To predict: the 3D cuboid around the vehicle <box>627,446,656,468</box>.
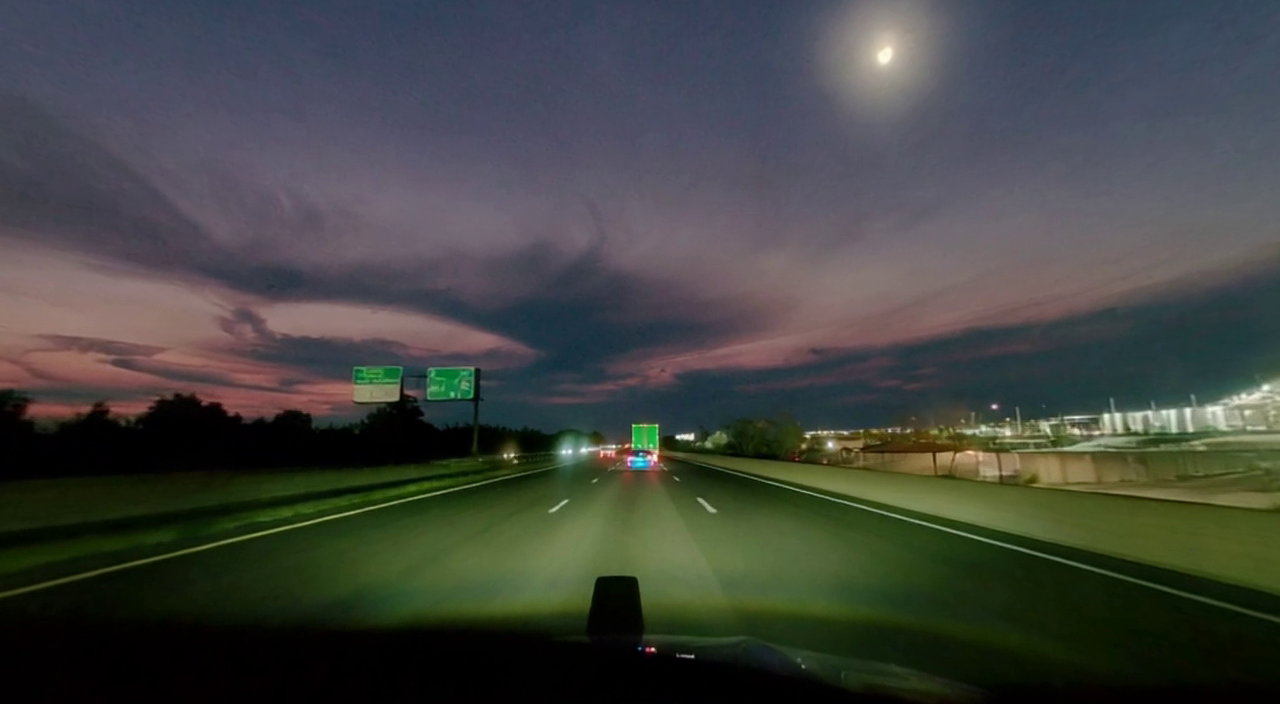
[{"bbox_3d":[0.124,8.097,48.735,2.094,1.559,3.945,0,-9,0],"label":"vehicle"}]
